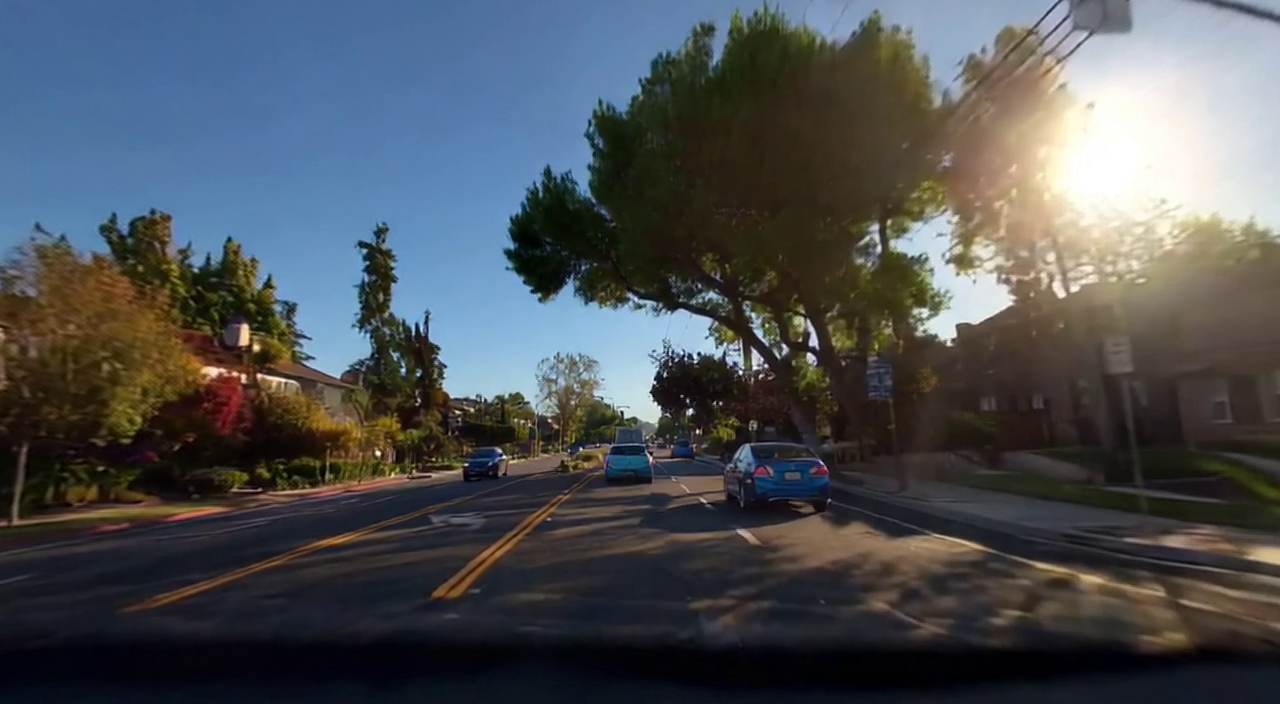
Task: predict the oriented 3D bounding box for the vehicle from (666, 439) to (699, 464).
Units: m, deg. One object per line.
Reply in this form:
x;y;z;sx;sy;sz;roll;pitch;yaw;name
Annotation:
3.281;7.841;49.974;2.187;1.847;4.553;0;-8;-2;vehicle

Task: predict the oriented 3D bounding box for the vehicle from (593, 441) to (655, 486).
-0.584;4.114;23.667;2.114;1.483;4.207;0;-8;-1;vehicle

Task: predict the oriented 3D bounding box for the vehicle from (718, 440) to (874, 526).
2.950;2.568;13.063;1.973;1.447;4.402;0;-8;-2;vehicle

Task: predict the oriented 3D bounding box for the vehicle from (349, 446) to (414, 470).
-19.631;8.058;48.073;4.133;1.737;1.862;0;-9;2;vehicle
